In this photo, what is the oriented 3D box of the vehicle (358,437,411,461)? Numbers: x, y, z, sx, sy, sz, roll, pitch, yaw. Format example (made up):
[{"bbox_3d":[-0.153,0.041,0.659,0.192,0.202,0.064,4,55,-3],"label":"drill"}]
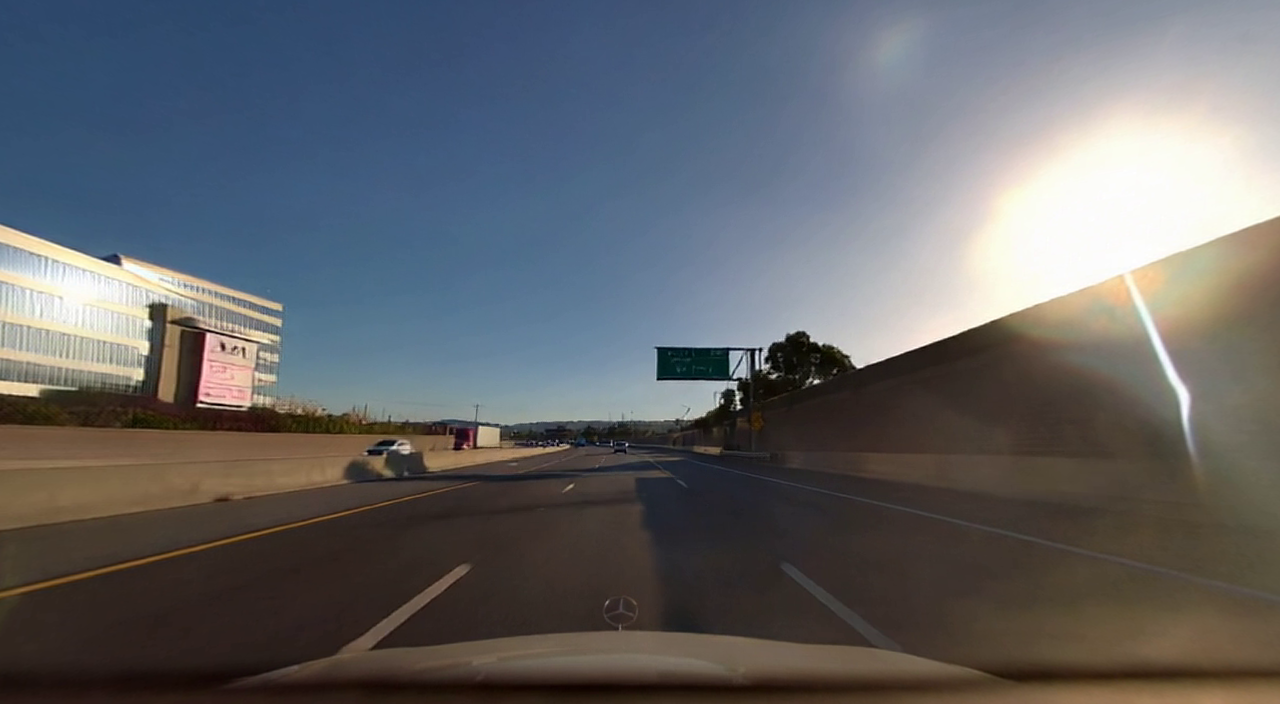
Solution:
[{"bbox_3d":[-17.495,6.688,43.129,1.876,1.508,4.171,0,-9,0],"label":"vehicle"}]
